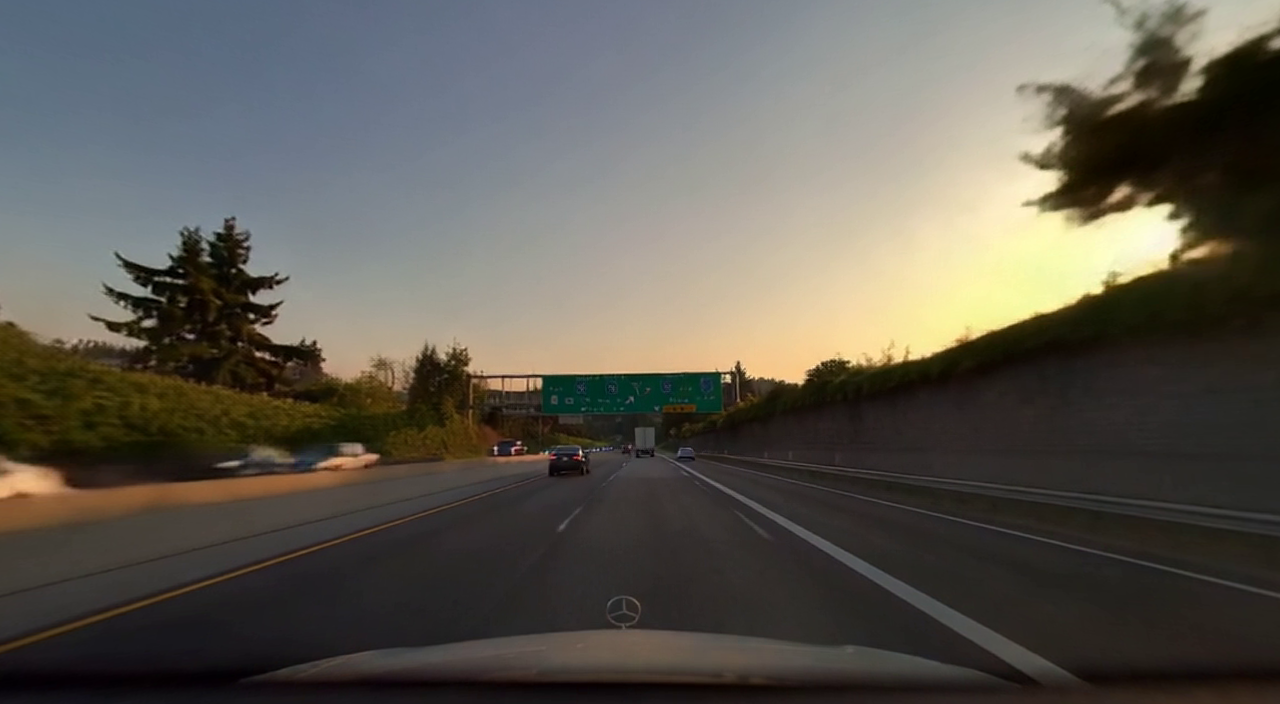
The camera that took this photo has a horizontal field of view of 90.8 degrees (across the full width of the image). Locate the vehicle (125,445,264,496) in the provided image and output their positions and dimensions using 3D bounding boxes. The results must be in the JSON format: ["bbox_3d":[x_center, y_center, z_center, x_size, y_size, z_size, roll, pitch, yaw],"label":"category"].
[{"bbox_3d":[-16.400,4.344,23.565,1.918,1.668,4.421,0,-9,0],"label":"vehicle"}]

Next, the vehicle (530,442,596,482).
[{"bbox_3d":[-3.049,4.471,25.909,2.020,1.475,4.434,0,-9,1],"label":"vehicle"}]

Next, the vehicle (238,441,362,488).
[{"bbox_3d":[-12.073,4.013,22.848,1.936,1.525,4.548,0,-9,0],"label":"vehicle"}]
